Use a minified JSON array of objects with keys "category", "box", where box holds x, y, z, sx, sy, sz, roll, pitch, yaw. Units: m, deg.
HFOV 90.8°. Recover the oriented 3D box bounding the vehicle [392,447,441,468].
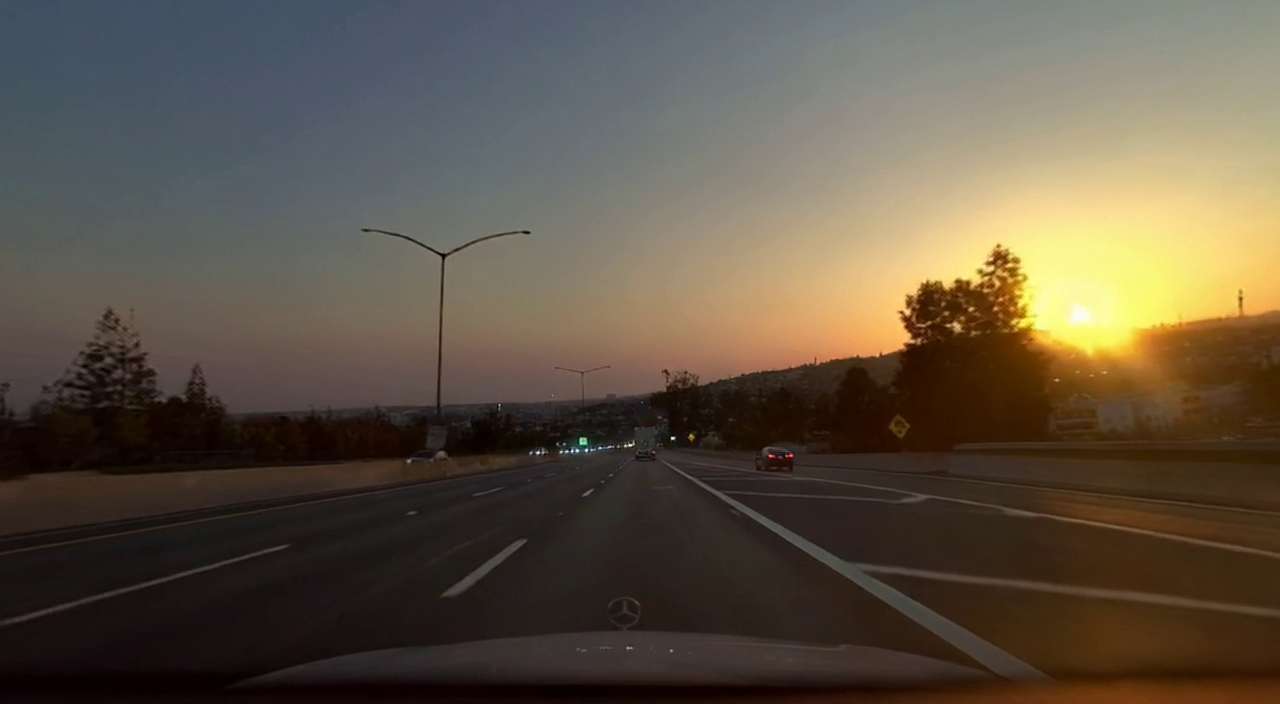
[{"category":"vehicle","box":[-15.966,7.564,45.314,1.958,1.452,4.262,0,-9,1]}]
